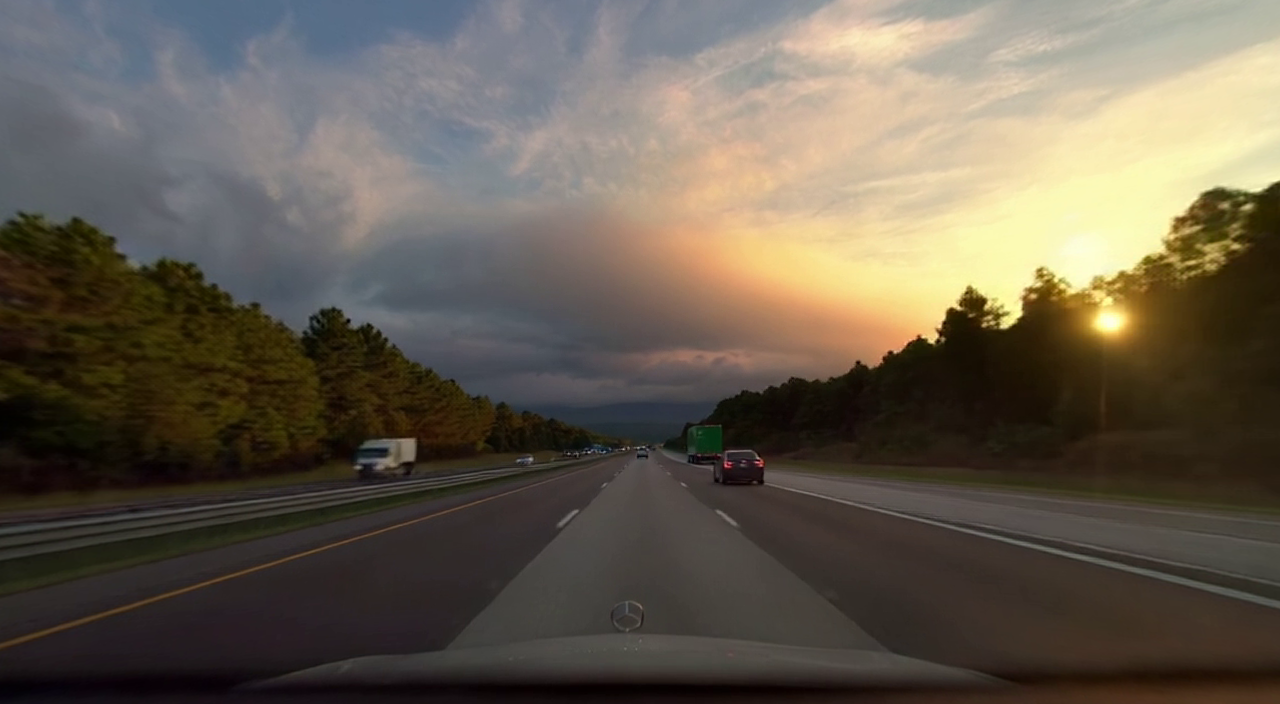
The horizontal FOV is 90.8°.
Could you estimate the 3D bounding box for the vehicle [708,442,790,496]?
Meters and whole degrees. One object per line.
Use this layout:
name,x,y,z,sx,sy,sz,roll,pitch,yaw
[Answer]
vehicle,3.532,3.879,21.246,2.019,1.601,3.953,0,-9,0

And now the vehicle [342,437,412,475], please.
vehicle,-18.572,7.390,44.951,2.474,2.513,5.438,-1,-9,1

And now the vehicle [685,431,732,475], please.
vehicle,4.276,6.453,40.451,2.300,2.564,5.643,0,-9,-1
